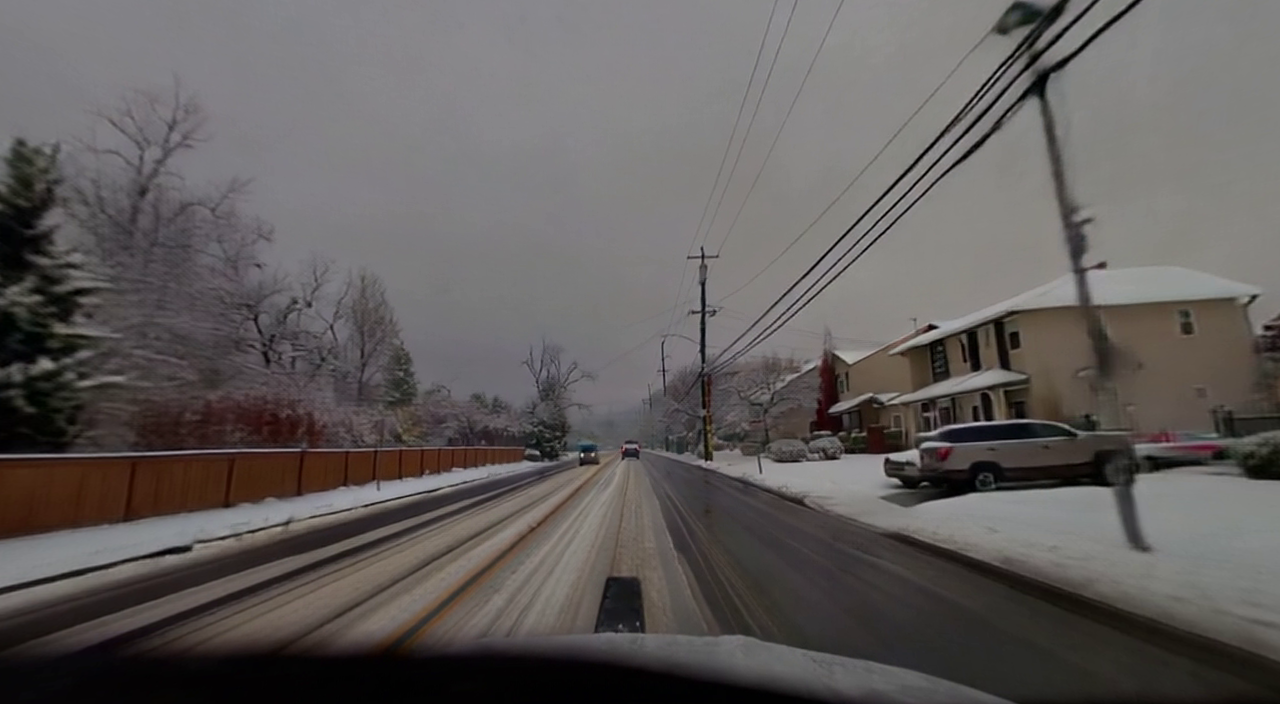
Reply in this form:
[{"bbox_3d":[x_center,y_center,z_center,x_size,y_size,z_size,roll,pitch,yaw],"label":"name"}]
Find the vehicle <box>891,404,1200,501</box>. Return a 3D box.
[{"bbox_3d":[9.341,2.370,15.022,5.590,2.067,2.553,0,-9,-3],"label":"vehicle"}]
